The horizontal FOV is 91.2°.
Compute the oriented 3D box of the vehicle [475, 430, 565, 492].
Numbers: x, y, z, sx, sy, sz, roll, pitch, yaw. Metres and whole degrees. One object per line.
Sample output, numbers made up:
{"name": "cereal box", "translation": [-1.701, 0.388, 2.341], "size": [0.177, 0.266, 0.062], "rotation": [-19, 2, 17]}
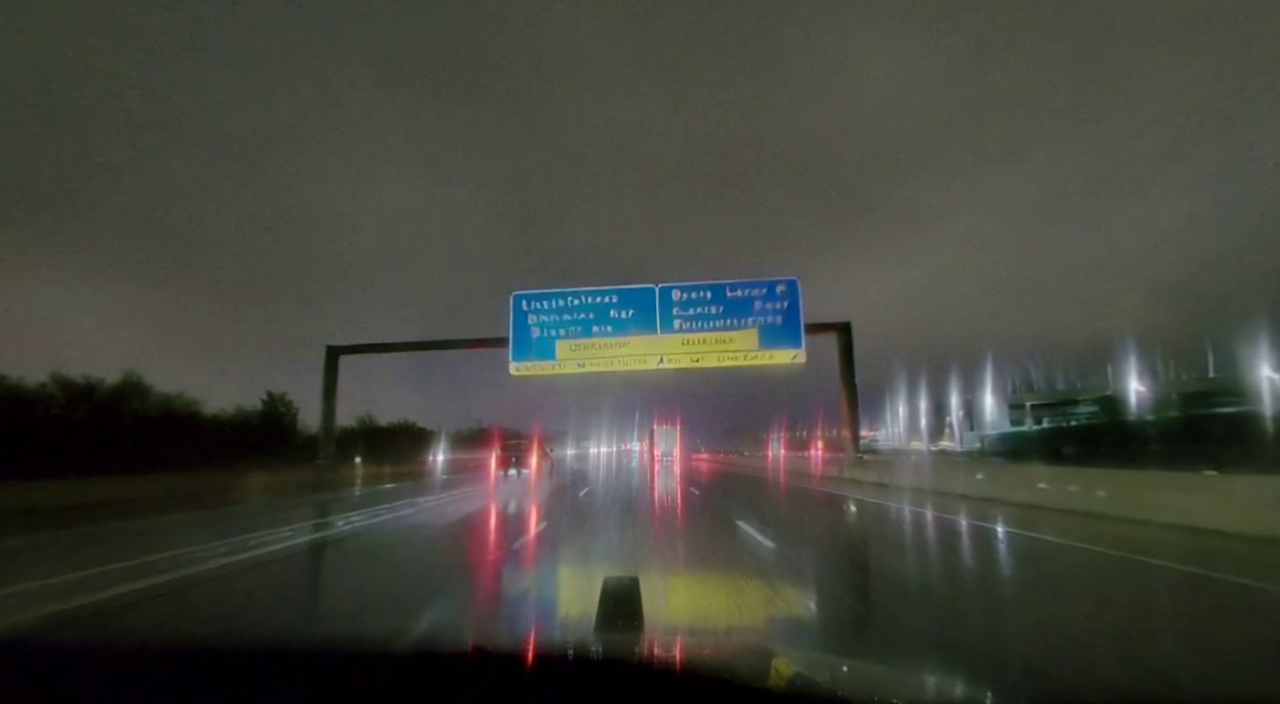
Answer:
{"name": "vehicle", "translation": [-3.961, 3.715, 21.630], "size": [2.173, 1.857, 4.800], "rotation": [0, -9, 0]}
